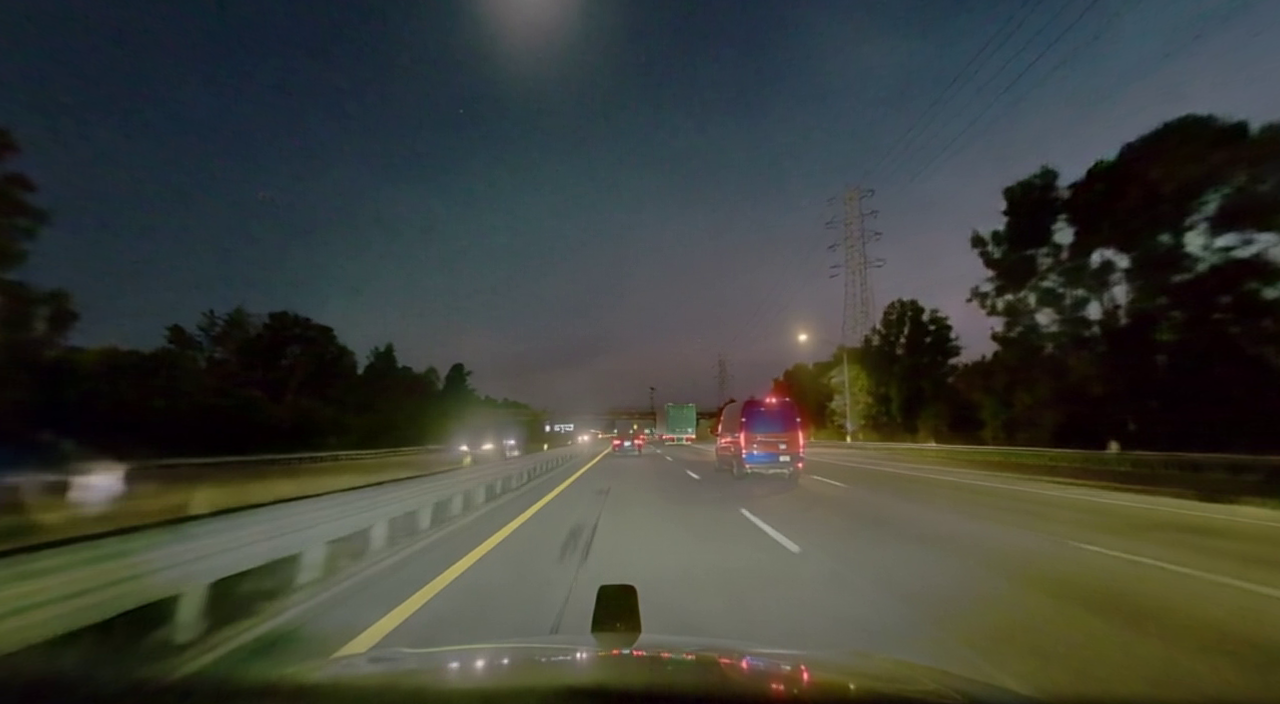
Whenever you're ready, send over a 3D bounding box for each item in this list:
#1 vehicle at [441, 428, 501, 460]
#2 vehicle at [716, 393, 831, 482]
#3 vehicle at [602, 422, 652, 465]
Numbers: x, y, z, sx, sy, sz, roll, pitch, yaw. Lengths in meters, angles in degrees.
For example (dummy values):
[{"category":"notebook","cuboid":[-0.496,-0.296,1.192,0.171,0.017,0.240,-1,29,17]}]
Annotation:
[{"category":"vehicle","cuboid":[-9.303,5.089,35.041,2.039,1.597,4.659,0,-8,0]},{"category":"vehicle","cuboid":[4.127,2.786,20.651,2.387,2.506,5.374,0,-8,-2]},{"category":"vehicle","cuboid":[-0.592,4.030,27.982,2.073,1.750,4.116,0,-8,-1]}]
